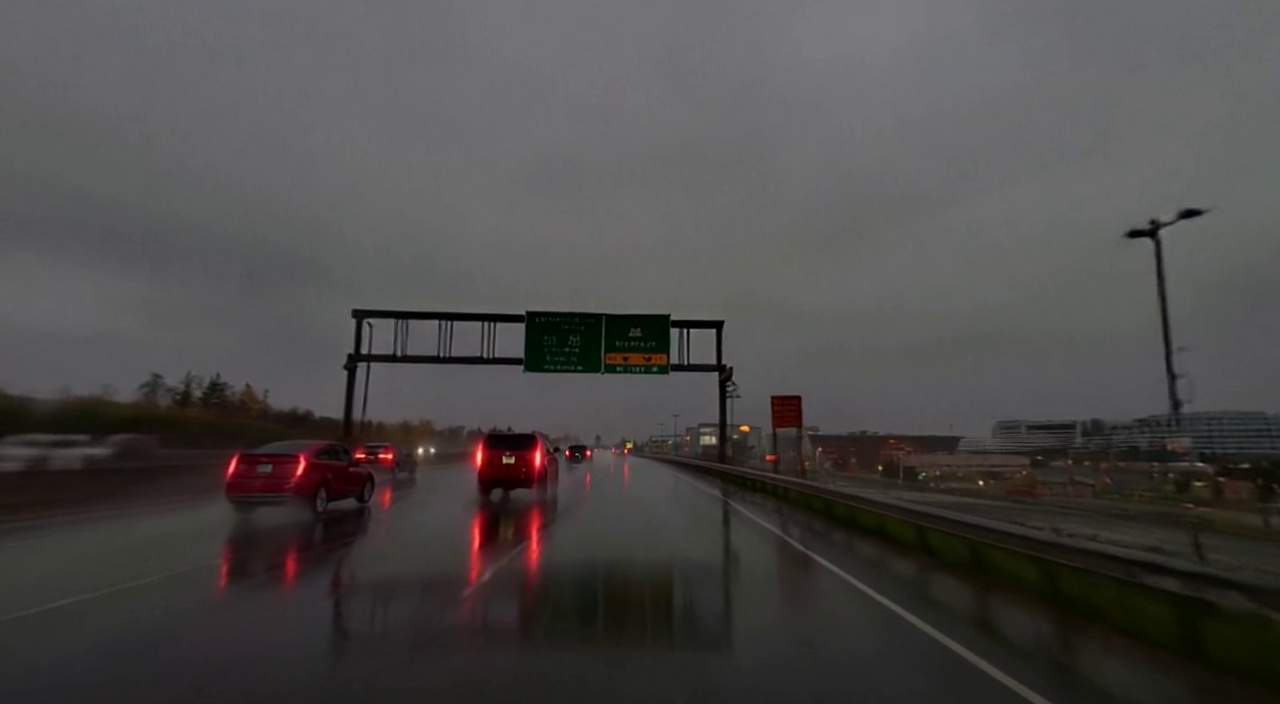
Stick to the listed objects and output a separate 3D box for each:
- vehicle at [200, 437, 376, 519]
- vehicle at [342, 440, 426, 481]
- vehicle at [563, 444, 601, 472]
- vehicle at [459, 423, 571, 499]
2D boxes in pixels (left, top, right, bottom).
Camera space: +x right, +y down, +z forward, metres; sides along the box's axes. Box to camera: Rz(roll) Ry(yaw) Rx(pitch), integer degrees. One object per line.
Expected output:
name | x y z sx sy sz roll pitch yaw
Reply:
vehicle | -7.348 2.621 13.609 1.796 1.509 3.393 0 -8 0
vehicle | -11.315 4.796 28.214 1.919 1.665 4.394 0 -8 -1
vehicle | -3.494 6.426 38.456 1.955 1.614 3.817 0 -8 0
vehicle | -3.595 3.255 19.338 2.301 1.985 5.247 0 -8 1
